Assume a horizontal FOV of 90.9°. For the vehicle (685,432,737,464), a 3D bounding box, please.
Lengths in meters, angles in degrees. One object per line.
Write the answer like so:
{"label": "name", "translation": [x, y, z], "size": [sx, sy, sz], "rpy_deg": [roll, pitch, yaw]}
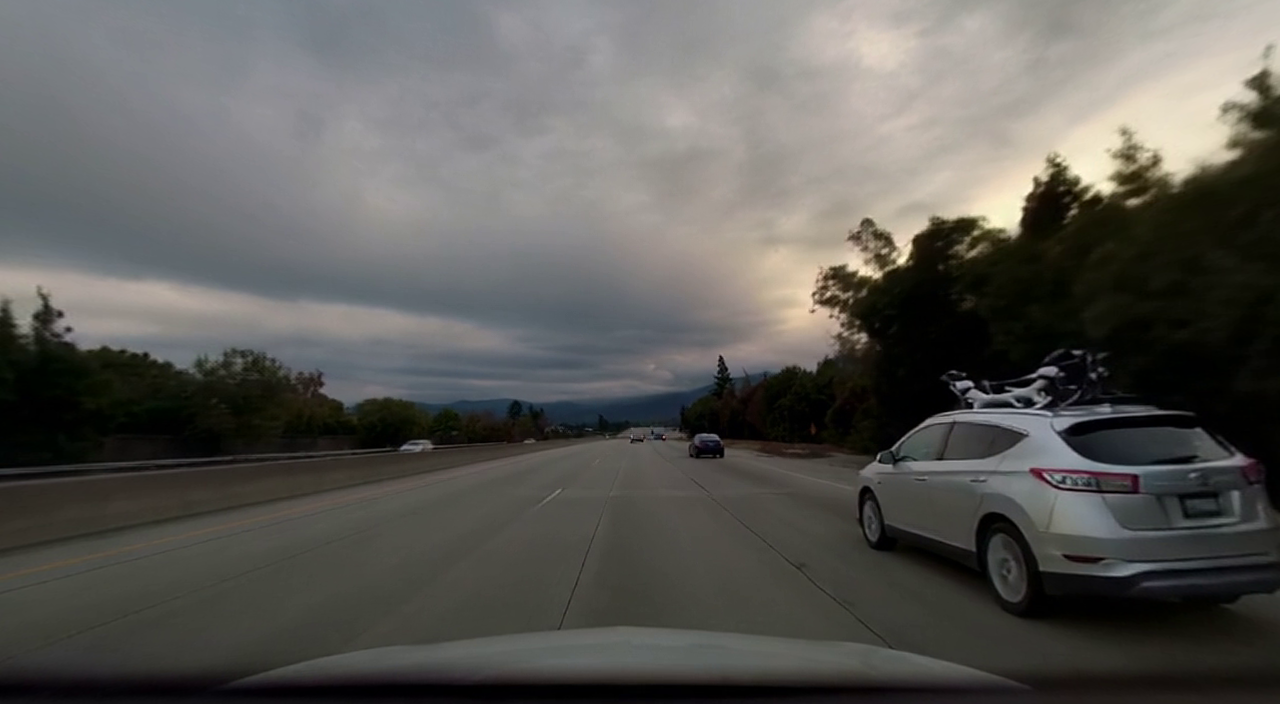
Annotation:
{"label": "vehicle", "translation": [3.393, 4.656, 30.911], "size": [1.911, 1.449, 3.776], "rpy_deg": [0, -8, -3]}

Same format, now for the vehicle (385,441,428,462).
{"label": "vehicle", "translation": [-17.608, 7.509, 47.696], "size": [1.745, 1.427, 3.798], "rpy_deg": [0, -8, 0]}
